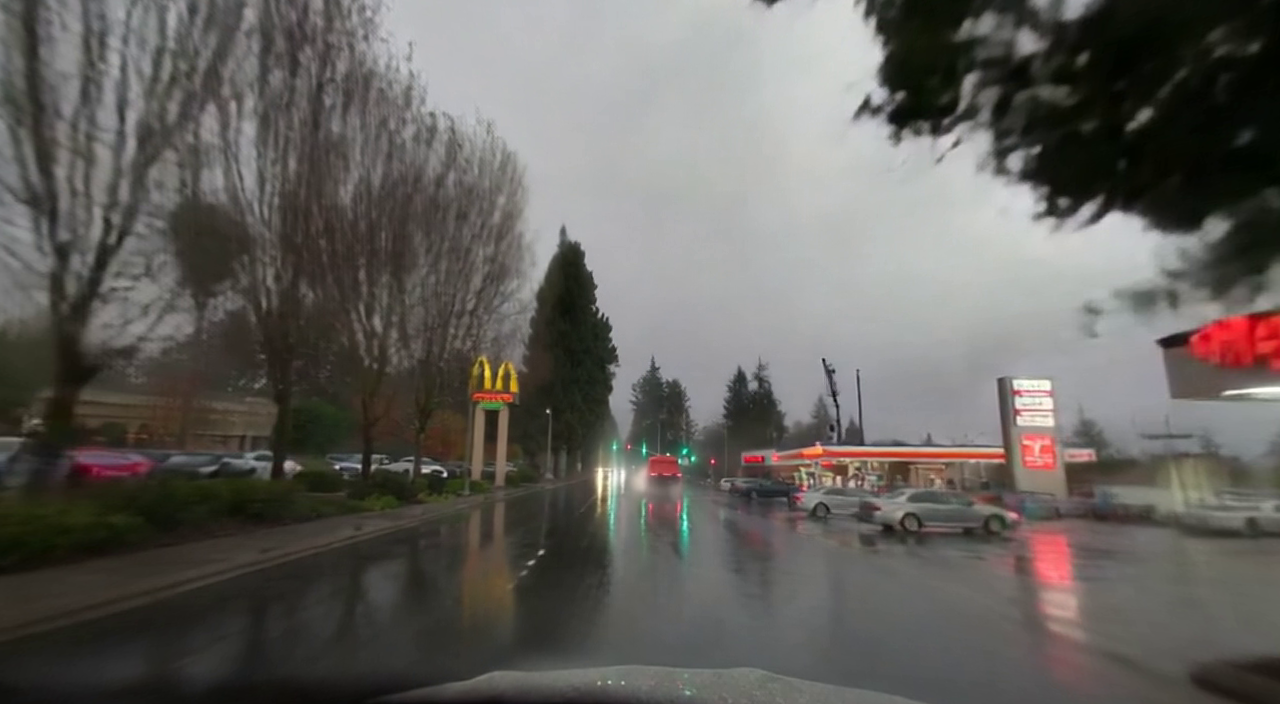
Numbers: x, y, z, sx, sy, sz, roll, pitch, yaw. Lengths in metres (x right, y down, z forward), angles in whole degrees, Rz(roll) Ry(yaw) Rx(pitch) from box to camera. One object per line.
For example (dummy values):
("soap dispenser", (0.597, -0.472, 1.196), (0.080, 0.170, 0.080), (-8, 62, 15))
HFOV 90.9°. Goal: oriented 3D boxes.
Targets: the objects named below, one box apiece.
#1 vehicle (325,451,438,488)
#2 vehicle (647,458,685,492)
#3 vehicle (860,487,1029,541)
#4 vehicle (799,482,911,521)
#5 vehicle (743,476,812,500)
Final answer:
("vehicle", (-12.564, 5.737, 30.792), (4.575, 1.641, 2.006), (11, -14, -43))
("vehicle", (1.688, 8.313, 42.816), (2.153, 2.074, 5.188), (1, -10, -2))
("vehicle", (9.473, 5.067, 19.866), (4.316, 1.462, 1.921), (2, -10, -3))
("vehicle", (9.223, 6.453, 27.271), (4.169, 1.474, 1.850), (1, -10, -3))
("vehicle", (9.025, 8.974, 41.621), (4.123, 1.446, 1.807), (2, -10, -3))
